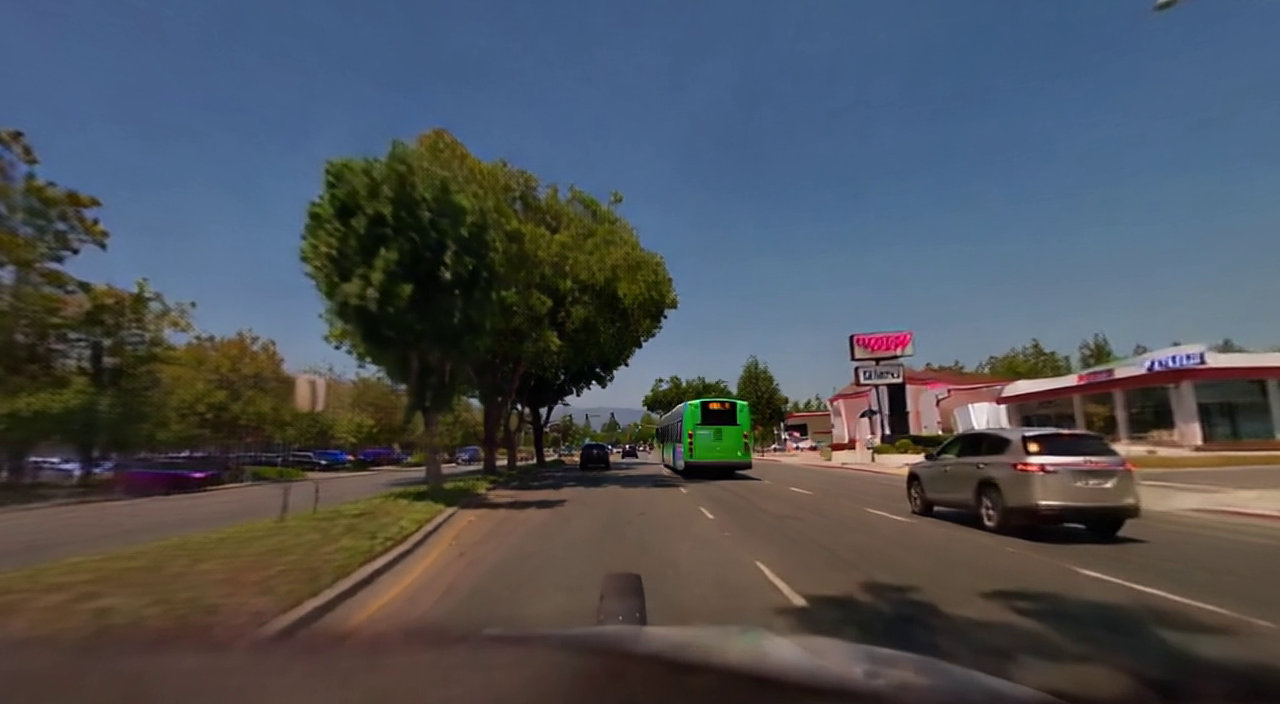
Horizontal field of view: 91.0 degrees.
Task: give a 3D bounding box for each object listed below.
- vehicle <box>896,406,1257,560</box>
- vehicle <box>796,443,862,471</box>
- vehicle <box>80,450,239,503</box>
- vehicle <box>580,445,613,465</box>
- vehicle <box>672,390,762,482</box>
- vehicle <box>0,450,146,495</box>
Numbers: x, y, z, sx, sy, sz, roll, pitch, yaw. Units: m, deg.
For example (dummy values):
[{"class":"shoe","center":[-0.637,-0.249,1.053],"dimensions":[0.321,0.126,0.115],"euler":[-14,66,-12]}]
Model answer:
[{"class":"vehicle","center":[6.022,1.864,9.679],"dimensions":[2.129,1.754,4.668],"euler":[0,-8,0]},{"class":"vehicle","center":[10.509,5.851,35.449],"dimensions":[2.073,1.443,4.860],"euler":[0,-8,-2]},{"class":"vehicle","center":[-19.112,4.917,25.490],"dimensions":[2.277,1.764,5.283],"euler":[-2,-9,0]},{"class":"vehicle","center":[-3.115,7.500,45.982],"dimensions":[2.211,1.416,4.179],"euler":[0,-8,-2]},{"class":"vehicle","center":[3.026,3.729,27.591],"dimensions":[2.766,3.306,9.281],"euler":[0,-8,0]},{"class":"vehicle","center":[-25.139,5.260,27.679],"dimensions":[4.857,1.846,2.185],"euler":[0,-8,-2]}]
